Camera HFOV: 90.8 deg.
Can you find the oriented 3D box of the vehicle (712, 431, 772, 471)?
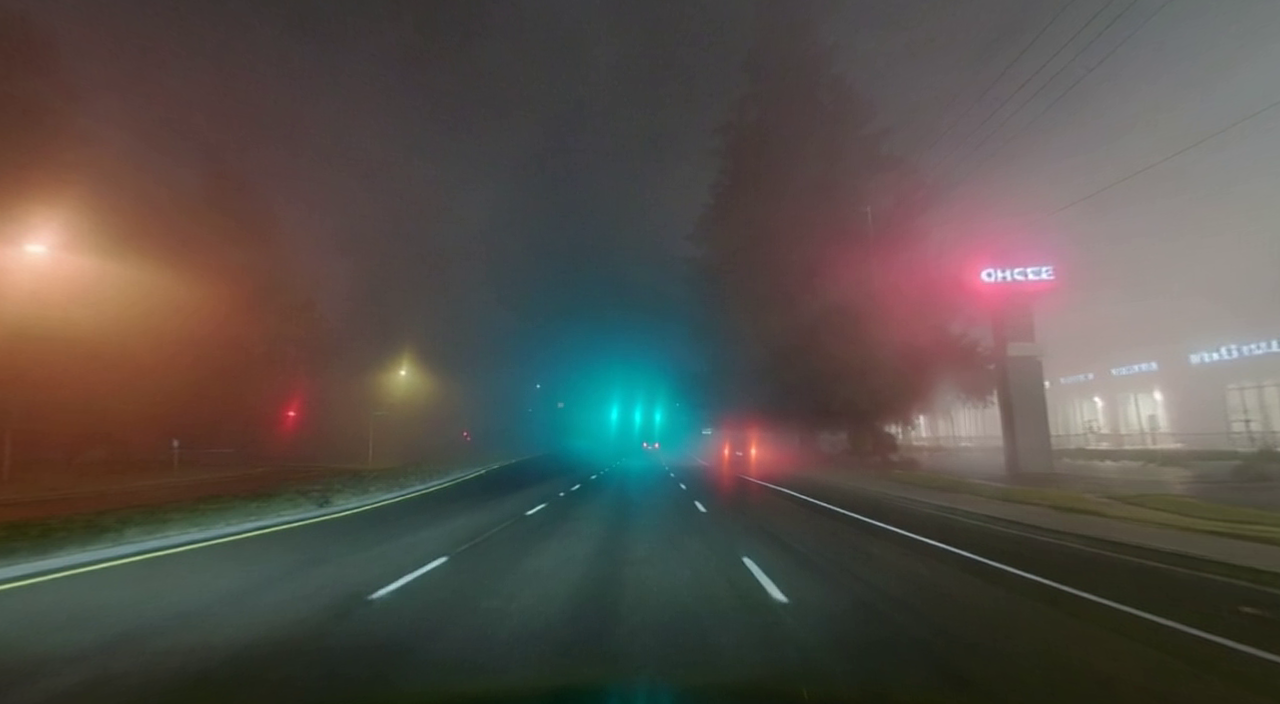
[{"bbox_3d":[5.532,5.507,35.156,2.476,2.016,5.586,0,-9,1],"label":"vehicle"}]
